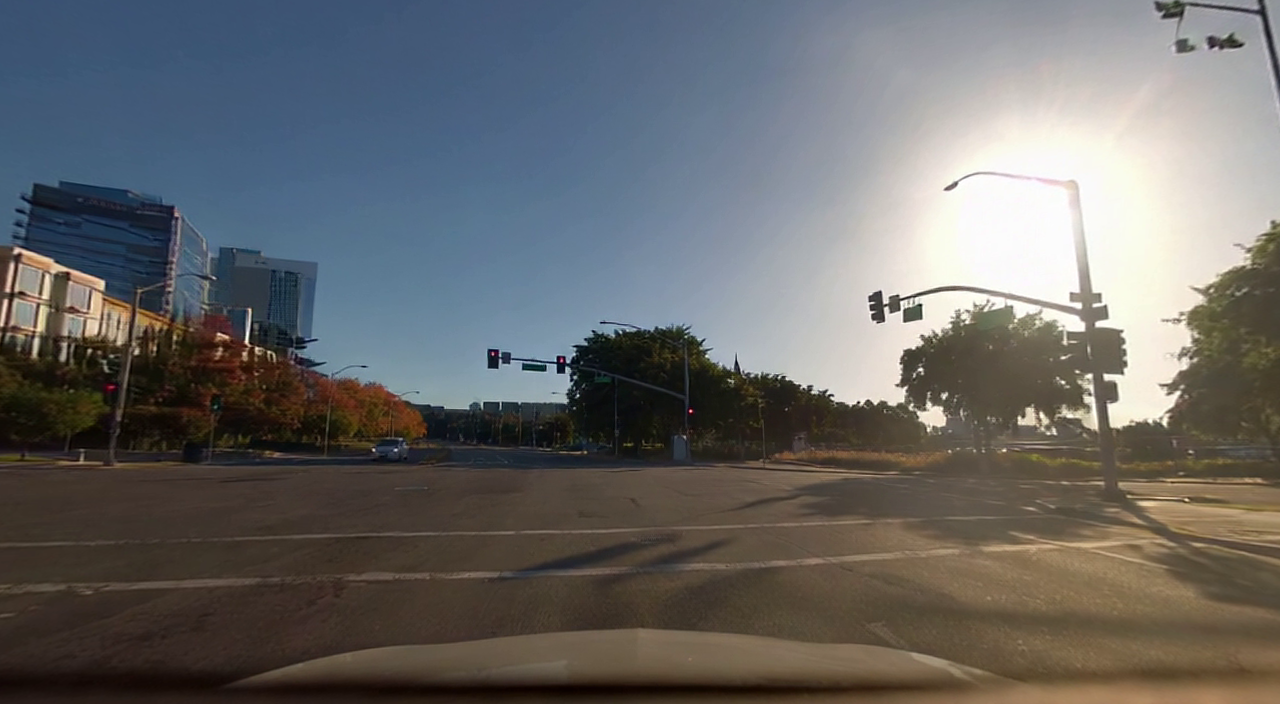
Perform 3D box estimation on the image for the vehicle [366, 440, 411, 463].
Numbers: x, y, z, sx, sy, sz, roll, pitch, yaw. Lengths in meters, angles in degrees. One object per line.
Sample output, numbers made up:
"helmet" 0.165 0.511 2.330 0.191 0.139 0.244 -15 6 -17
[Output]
"vehicle" -17.133 6.808 43.201 1.969 1.464 4.485 1 -9 -10
